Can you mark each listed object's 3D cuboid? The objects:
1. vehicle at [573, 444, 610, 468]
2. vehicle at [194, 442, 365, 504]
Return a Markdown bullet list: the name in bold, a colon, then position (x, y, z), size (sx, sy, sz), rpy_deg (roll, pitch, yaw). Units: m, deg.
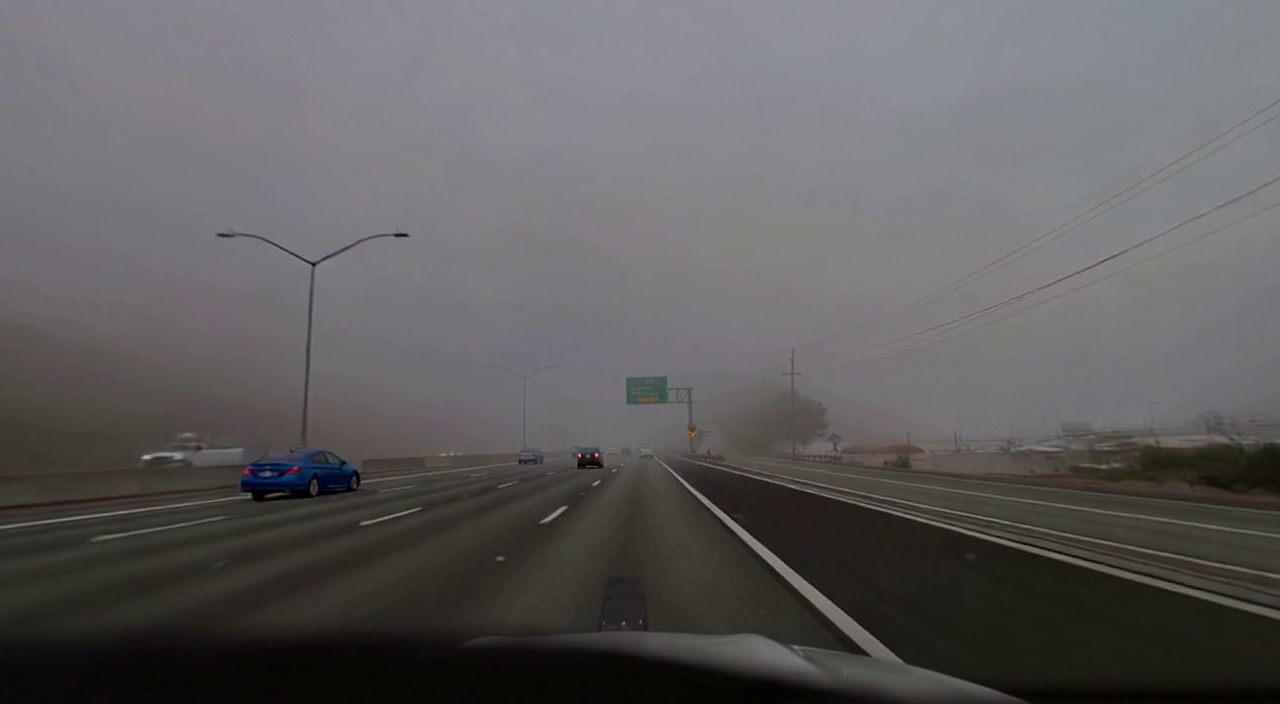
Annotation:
- **vehicle**: position (-3.107, 6.835, 41.608), size (2.050, 1.479, 4.342), rpy_deg (0, -8, 1)
- **vehicle**: position (-10.069, 3.386, 18.212), size (2.002, 1.526, 4.822), rpy_deg (0, -8, 1)
